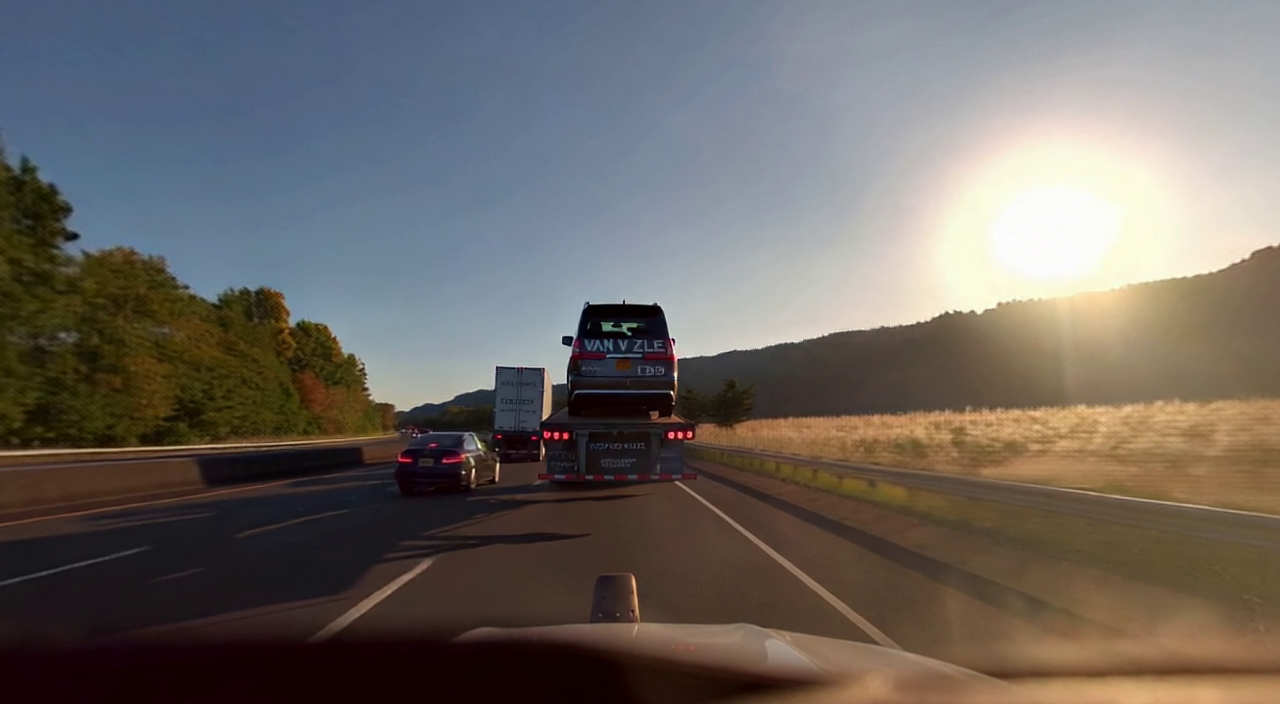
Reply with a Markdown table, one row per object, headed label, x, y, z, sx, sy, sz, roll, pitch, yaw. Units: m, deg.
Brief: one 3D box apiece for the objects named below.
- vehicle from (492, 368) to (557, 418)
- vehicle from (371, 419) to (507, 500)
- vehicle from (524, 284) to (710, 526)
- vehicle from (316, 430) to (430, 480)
| label | x | y | z | sx | sy | sz | roll | pitch | yaw |
| --- | --- | --- | --- | --- | --- | --- | --- | --- | --- |
| vehicle | -4.786 | 1.836 | 26.779 | 2.118 | 1.799 | 4.591 | 0 | -7 | -3 |
| vehicle | -4.624 | 2.511 | 15.266 | 1.914 | 1.675 | 4.331 | 0 | -7 | -1 |
| vehicle | -0.476 | 1.355 | 14.073 | 2.738 | 3.628 | 9.223 | 0 | -7 | -2 |
| vehicle | -8.963 | 3.463 | 21.671 | 1.897 | 1.524 | 4.790 | 0 | -7 | -1 |
